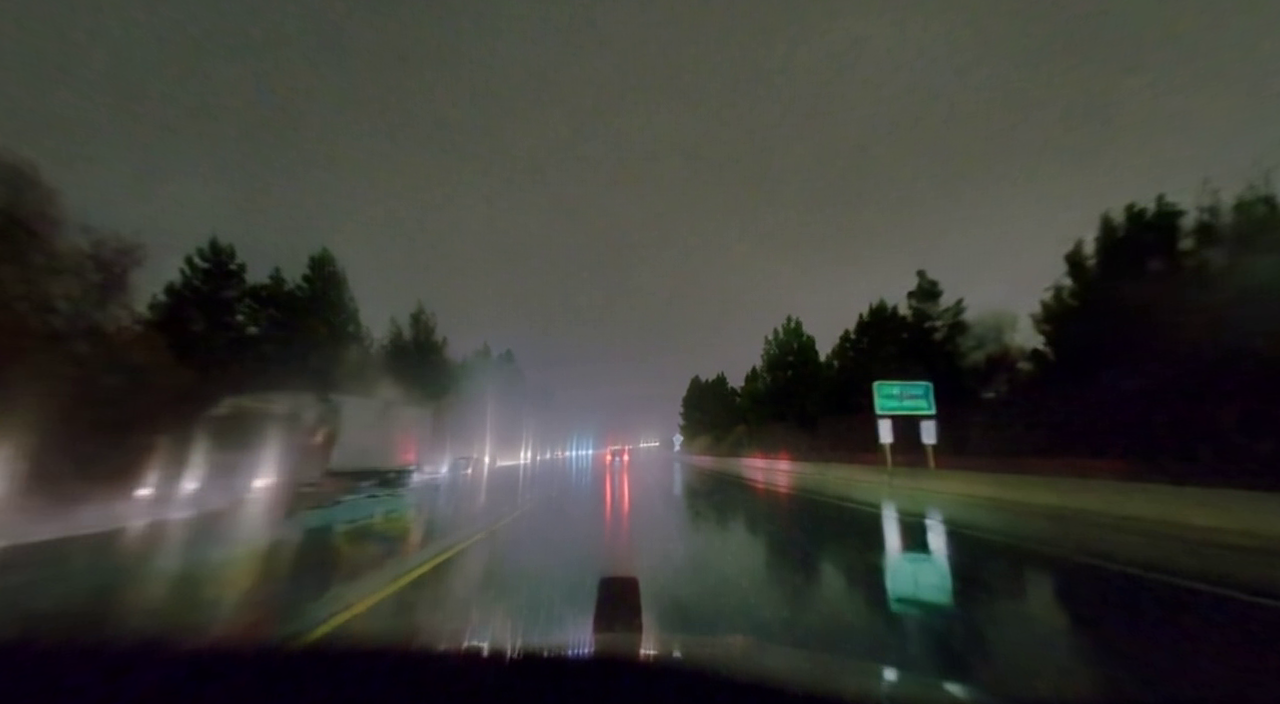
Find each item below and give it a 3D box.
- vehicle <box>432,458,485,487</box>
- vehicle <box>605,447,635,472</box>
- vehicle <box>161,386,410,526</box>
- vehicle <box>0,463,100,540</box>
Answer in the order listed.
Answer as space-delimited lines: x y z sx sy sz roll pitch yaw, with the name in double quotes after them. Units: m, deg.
-10.014 6.634 34.831 1.848 1.454 3.922 0 -9 -1 "vehicle"
-1.460 7.926 46.377 2.098 1.692 4.038 0 -9 -1 "vehicle"
-9.669 3.021 18.559 2.789 3.216 7.867 0 -9 -1 "vehicle"
-13.847 3.082 12.836 1.829 1.475 4.197 0 -9 -1 "vehicle"
